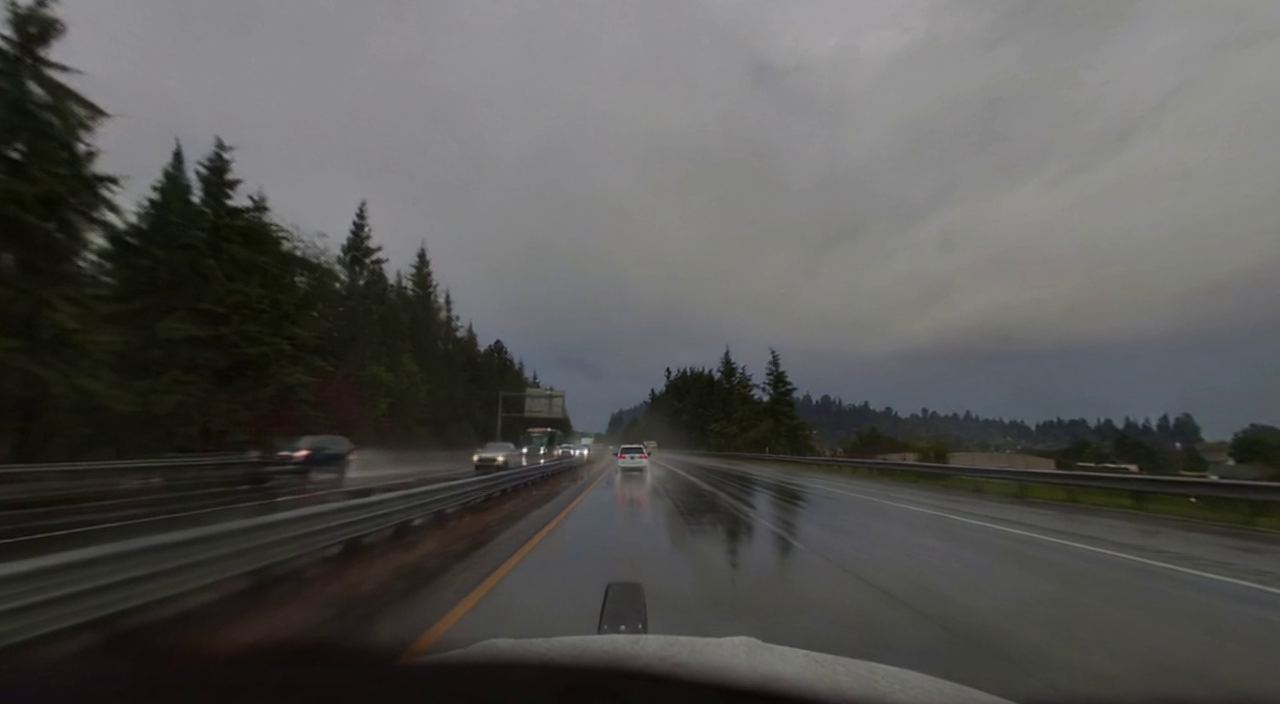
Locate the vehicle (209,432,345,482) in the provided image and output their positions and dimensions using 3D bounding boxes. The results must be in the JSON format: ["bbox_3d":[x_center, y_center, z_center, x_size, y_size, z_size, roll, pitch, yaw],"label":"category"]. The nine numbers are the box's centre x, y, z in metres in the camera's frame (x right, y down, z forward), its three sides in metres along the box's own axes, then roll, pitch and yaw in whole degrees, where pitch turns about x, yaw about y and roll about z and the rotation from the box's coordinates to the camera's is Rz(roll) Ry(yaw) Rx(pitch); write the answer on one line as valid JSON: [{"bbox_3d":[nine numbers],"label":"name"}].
[{"bbox_3d":[-12.978,3.792,22.964,2.255,1.646,4.543,0,-9,0],"label":"vehicle"}]

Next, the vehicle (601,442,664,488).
[{"bbox_3d":[-0.281,4.144,23.410,2.114,1.523,4.012,0,-9,-1],"label":"vehicle"}]

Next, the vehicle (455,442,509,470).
[{"bbox_3d":[-8.691,5.752,35.049,1.904,1.471,4.317,0,-9,0],"label":"vehicle"}]
